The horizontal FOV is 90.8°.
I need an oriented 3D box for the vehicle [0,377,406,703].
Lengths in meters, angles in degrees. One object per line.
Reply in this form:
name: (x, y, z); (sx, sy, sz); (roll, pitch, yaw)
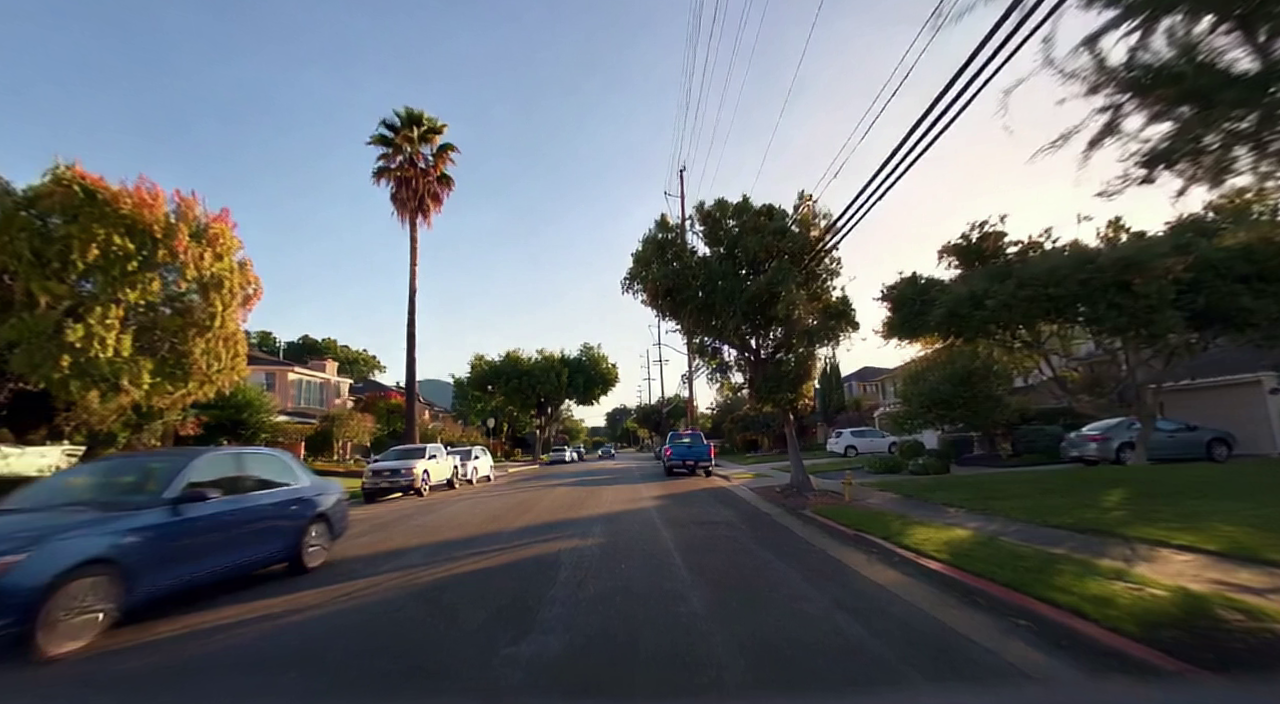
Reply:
vehicle: (-3.863, 1.349, 5.477); (1.977, 1.785, 4.542); (0, -9, -1)

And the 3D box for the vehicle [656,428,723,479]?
vehicle: (2.067, 4.532, 28.490); (2.437, 2.015, 6.511); (0, -9, -1)

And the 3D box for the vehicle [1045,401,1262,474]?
vehicle: (15.702, 2.642, 19.563); (4.709, 1.785, 2.229); (-4, -7, -2)

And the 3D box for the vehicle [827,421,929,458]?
vehicle: (13.226, 4.900, 35.364); (4.778, 1.903, 2.205); (-1, -8, -3)
